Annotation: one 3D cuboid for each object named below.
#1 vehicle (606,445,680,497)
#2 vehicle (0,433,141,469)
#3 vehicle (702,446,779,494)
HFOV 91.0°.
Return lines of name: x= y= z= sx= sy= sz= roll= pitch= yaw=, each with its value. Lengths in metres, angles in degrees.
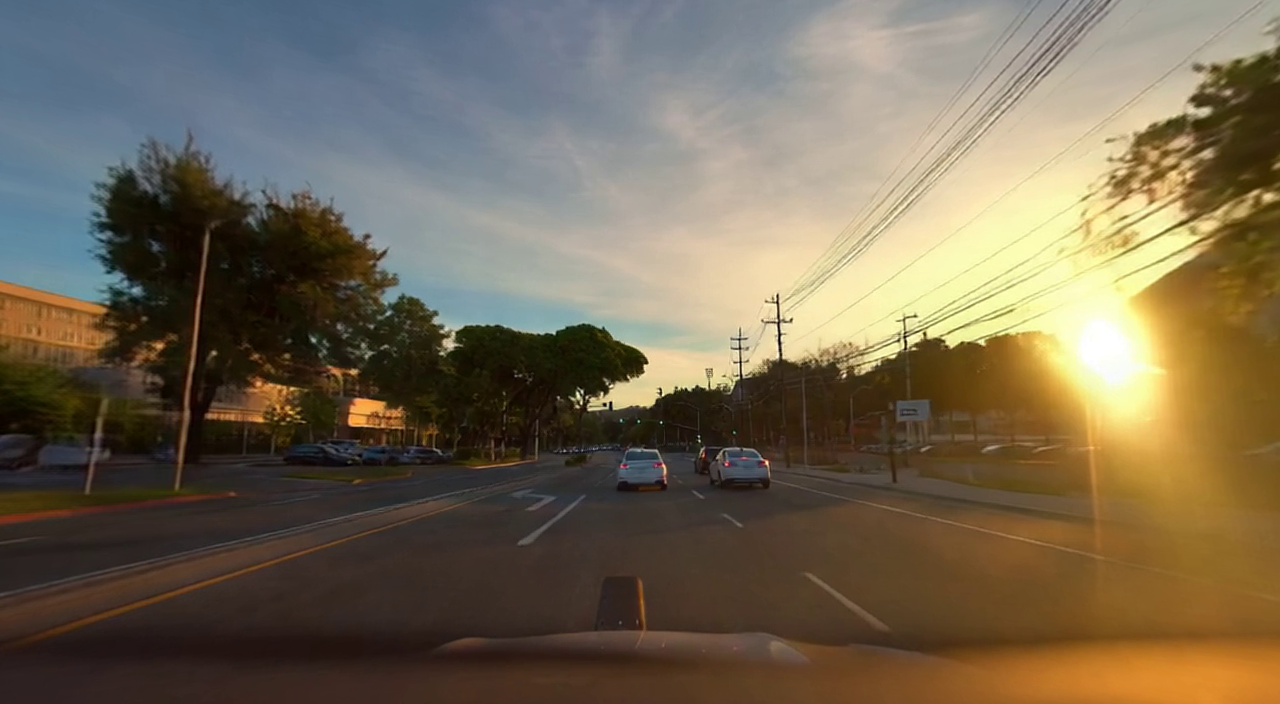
vehicle: x=0.027 y=3.764 z=20.330 sx=2.144 sy=1.473 sz=4.028 roll=0 pitch=-9 yaw=-1
vehicle: x=-34.766 y=5.973 z=38.196 sx=6.282 sy=2.011 sz=3.033 roll=0 pitch=-8 yaw=-3
vehicle: x=3.399 y=4.072 z=22.140 sx=1.985 sy=1.489 sz=4.036 roll=0 pitch=-9 yaw=-1
